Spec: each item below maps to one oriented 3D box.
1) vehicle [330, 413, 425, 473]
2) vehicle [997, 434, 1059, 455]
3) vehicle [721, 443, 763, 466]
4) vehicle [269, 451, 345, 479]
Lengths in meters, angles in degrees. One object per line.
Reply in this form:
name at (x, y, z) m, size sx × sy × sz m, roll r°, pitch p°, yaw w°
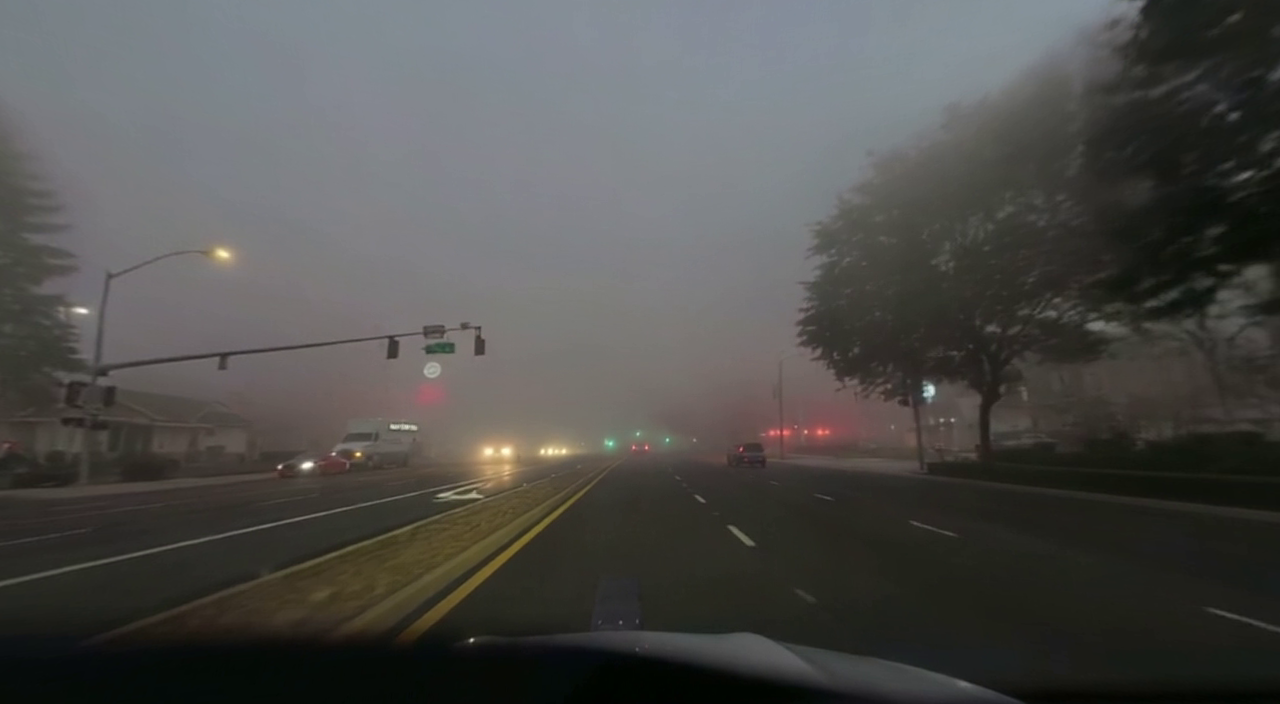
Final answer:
vehicle at (-18.738, 6.620, 45.835) m, size 2.982 × 3.900 × 8.593 m, roll 0°, pitch -9°, yaw 1°
vehicle at (29.843, 7.172, 48.734) m, size 1.796 × 1.485 × 4.667 m, roll 0°, pitch -9°, yaw 0°
vehicle at (6.627, 6.721, 41.436) m, size 1.916 × 1.437 × 4.327 m, roll 0°, pitch -9°, yaw -2°
vehicle at (-18.969, 6.430, 36.246) m, size 1.950 × 1.464 × 4.414 m, roll 0°, pitch -9°, yaw 0°
